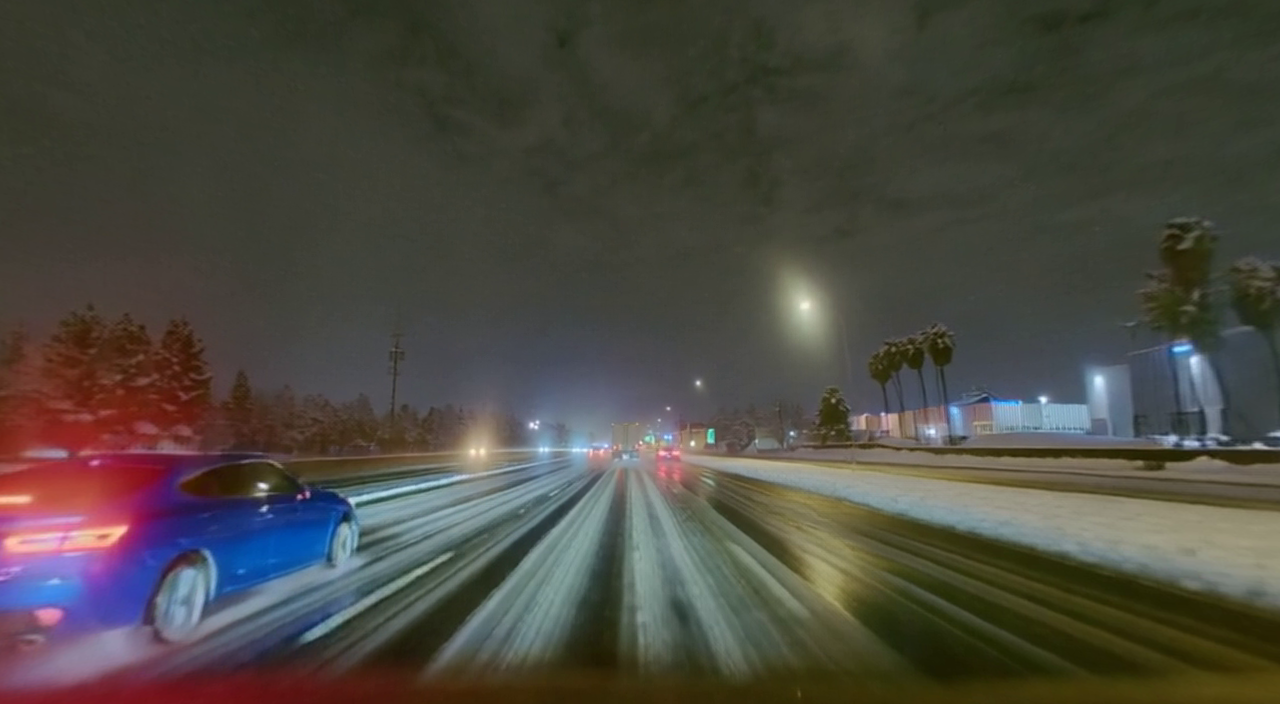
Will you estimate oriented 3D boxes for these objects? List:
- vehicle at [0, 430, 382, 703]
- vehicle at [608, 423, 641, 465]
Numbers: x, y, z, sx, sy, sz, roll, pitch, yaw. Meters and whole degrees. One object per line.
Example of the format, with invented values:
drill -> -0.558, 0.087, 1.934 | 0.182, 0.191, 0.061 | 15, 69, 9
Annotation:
vehicle -> -4.021, 1.401, 4.994 | 2.097, 1.447, 4.291 | 0, -8, 1
vehicle -> -1.185, 7.083, 48.711 | 2.364, 2.953, 6.495 | 0, -8, -1
